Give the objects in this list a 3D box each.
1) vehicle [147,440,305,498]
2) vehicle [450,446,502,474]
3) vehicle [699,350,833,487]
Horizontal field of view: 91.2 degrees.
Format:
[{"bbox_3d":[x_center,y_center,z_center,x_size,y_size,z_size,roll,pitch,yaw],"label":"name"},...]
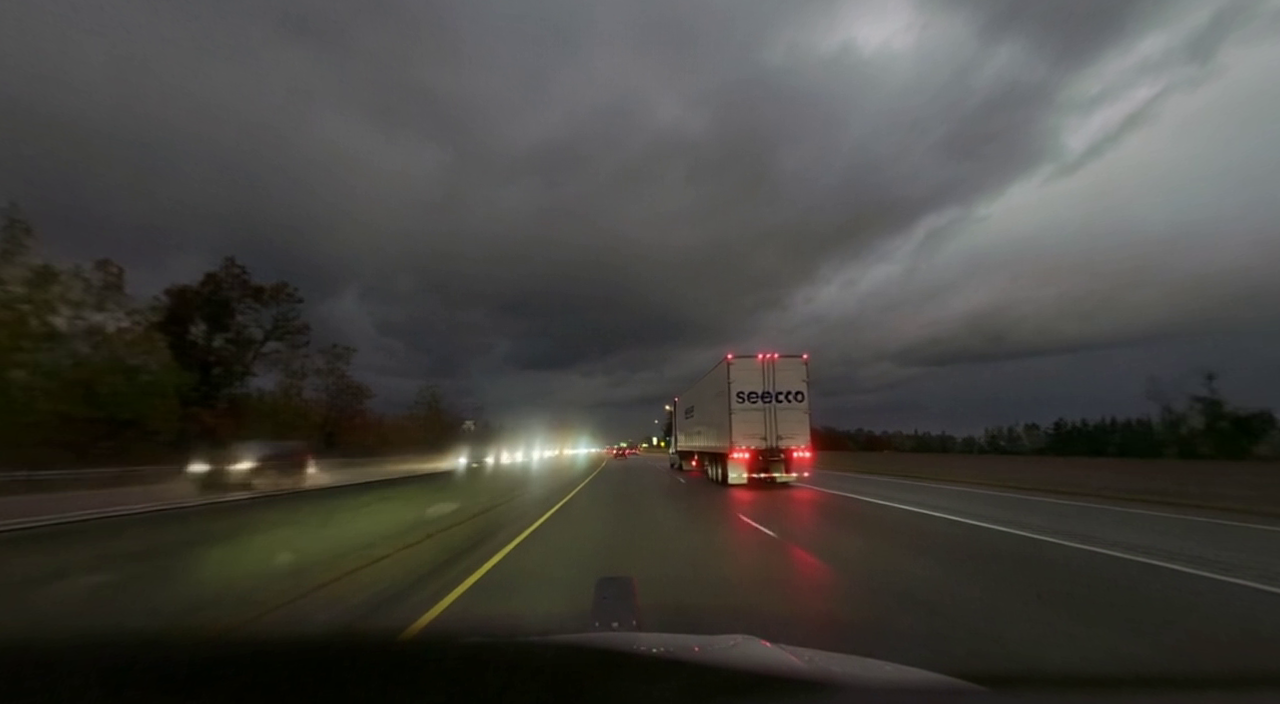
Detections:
[{"bbox_3d":[-13.314,3.764,20.618,1.981,1.654,4.727,0,-9,0],"label":"vehicle"},{"bbox_3d":[-9.512,6.273,36.620,1.956,1.538,4.361,0,-9,-1],"label":"vehicle"},{"bbox_3d":[3.997,2.517,22.270,2.892,3.928,8.380,0,-9,-1],"label":"vehicle"}]
